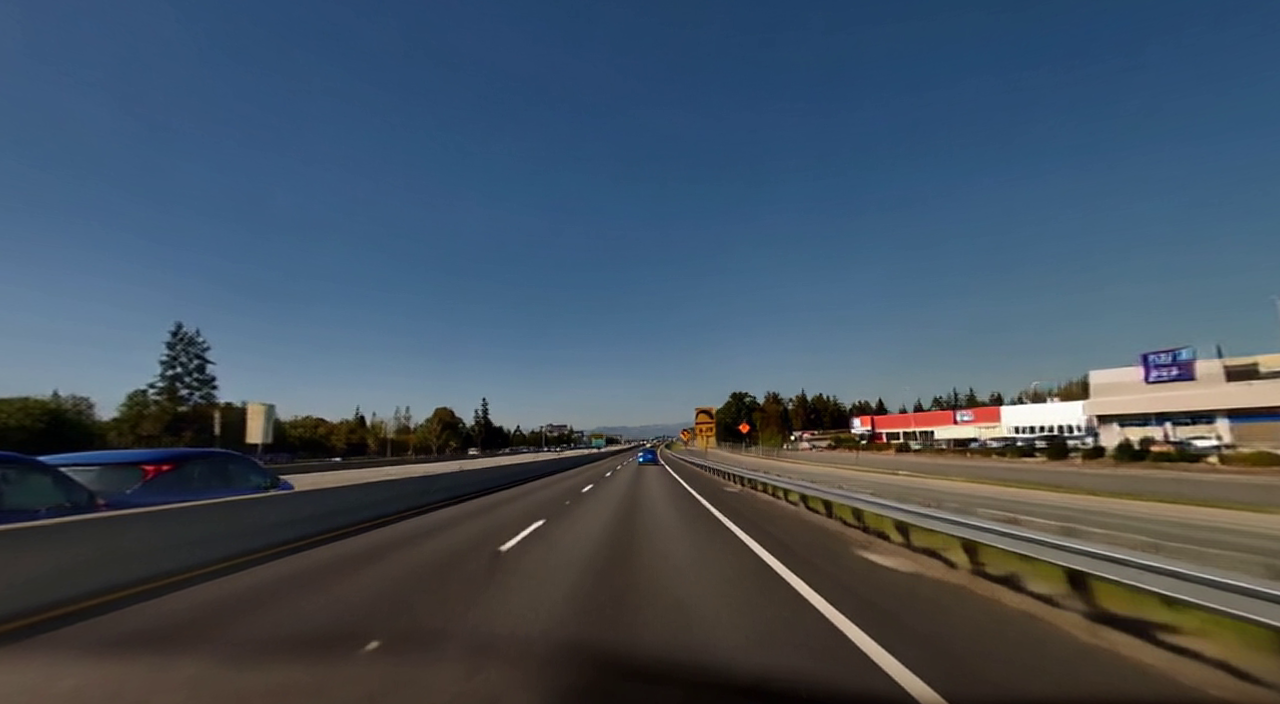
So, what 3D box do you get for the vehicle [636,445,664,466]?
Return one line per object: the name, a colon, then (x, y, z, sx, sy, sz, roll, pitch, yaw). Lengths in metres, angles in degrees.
vehicle: (0.739, 7.874, 47.981, 2.014, 1.507, 3.960, 0, -9, 1)
